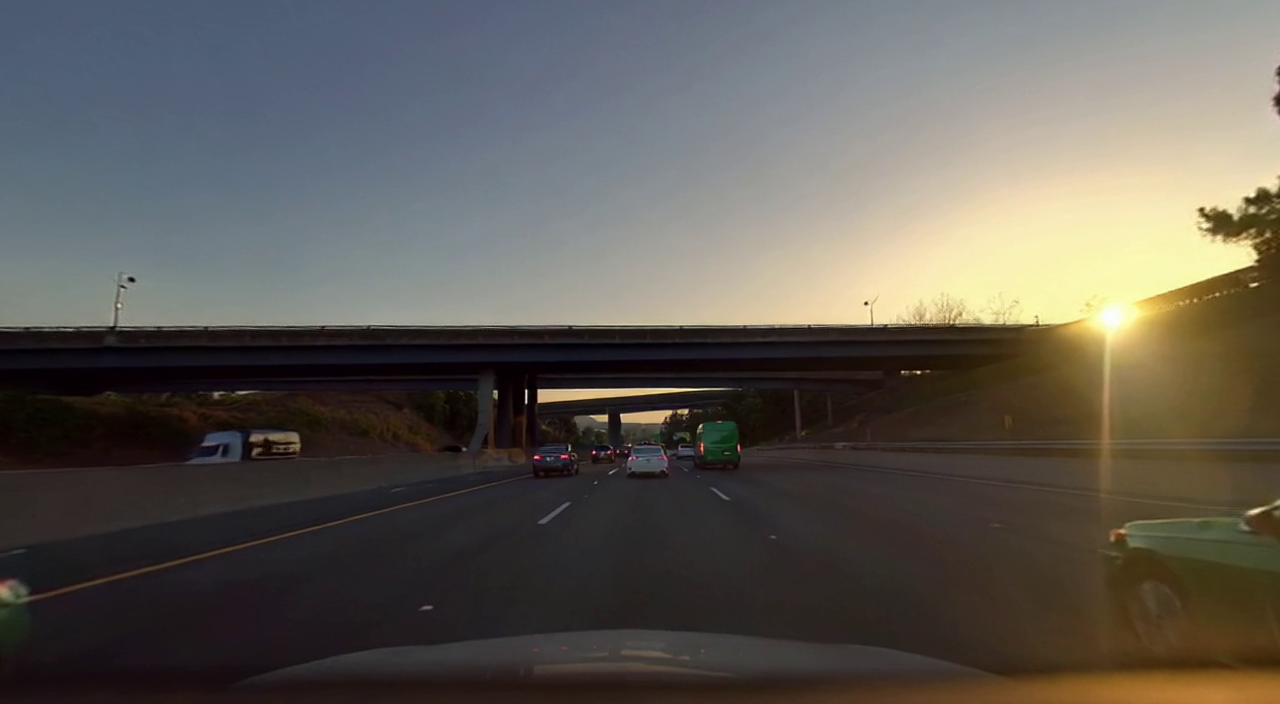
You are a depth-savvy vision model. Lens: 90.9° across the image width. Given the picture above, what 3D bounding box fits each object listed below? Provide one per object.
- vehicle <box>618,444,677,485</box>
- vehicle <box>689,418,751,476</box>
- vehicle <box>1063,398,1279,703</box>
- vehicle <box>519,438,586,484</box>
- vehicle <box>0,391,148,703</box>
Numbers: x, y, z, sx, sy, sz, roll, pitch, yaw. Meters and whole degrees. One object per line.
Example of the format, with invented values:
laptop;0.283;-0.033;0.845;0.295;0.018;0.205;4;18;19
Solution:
vehicle;0.278;4.478;25.430;2.174;1.467;4.005;0;-8;0
vehicle;4.172;5.115;34.067;2.436;2.745;6.607;0;-8;0
vehicle;4.005;0.880;2.133;2.085;1.558;4.466;0;-8;1
vehicle;-3.537;4.493;26.307;2.078;1.706;4.298;-1;-8;2
vehicle;-3.780;0.775;1.409;2.137;1.562;3.926;0;-8;1
